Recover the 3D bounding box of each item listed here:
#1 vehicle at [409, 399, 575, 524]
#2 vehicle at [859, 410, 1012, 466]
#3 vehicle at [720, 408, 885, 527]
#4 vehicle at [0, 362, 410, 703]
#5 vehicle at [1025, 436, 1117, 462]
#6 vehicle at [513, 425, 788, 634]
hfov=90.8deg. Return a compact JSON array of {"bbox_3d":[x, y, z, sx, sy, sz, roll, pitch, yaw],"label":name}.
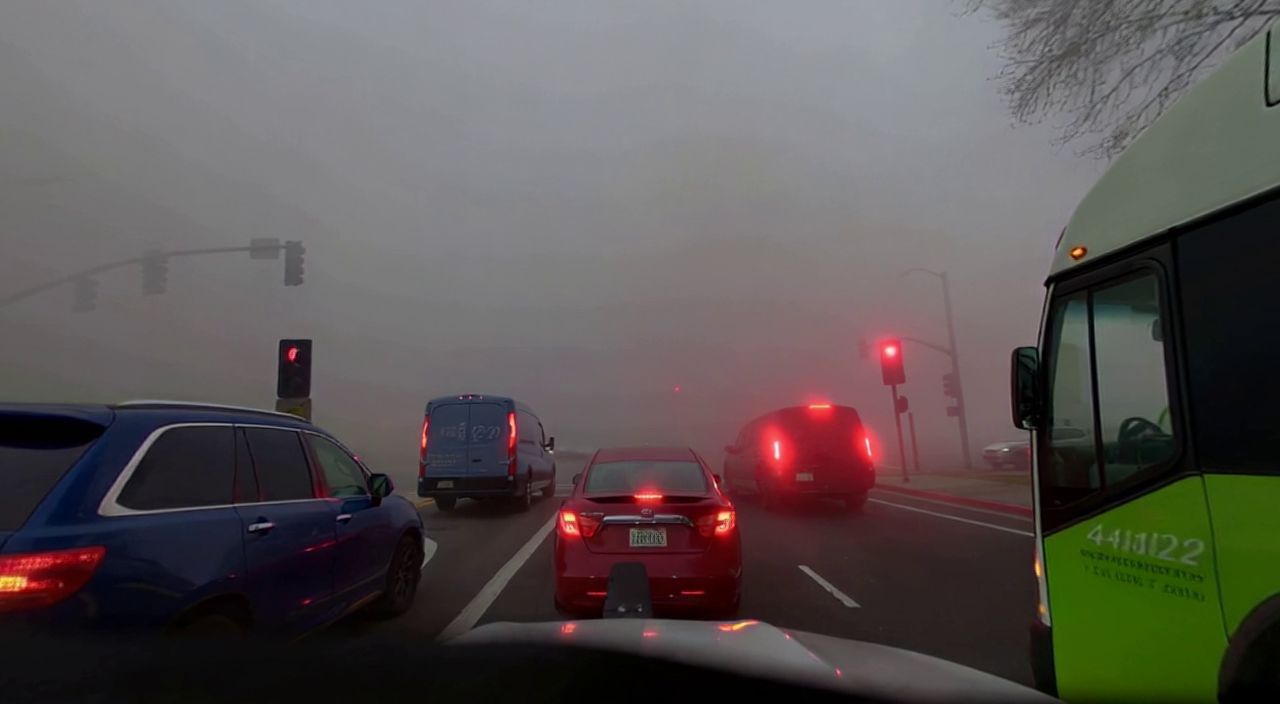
[{"bbox_3d":[-2.923,2.355,13.987,2.335,2.221,5.165,0,-8,1],"label":"vehicle"},{"bbox_3d":[17.593,5.145,37.927,7.839,3.213,2.628,0,-8,-3],"label":"vehicle"},{"bbox_3d":[3.150,2.400,13.672,2.143,2.036,5.367,0,-8,0],"label":"vehicle"},{"bbox_3d":[-3.405,1.182,4.639,1.921,1.701,3.989,0,-8,0],"label":"vehicle"},{"bbox_3d":[25.873,5.828,37.998,4.229,1.489,1.794,0,-9,-2],"label":"vehicle"},{"bbox_3d":[0.066,1.551,6.435,1.976,1.485,3.624,0,-8,0],"label":"vehicle"}]
